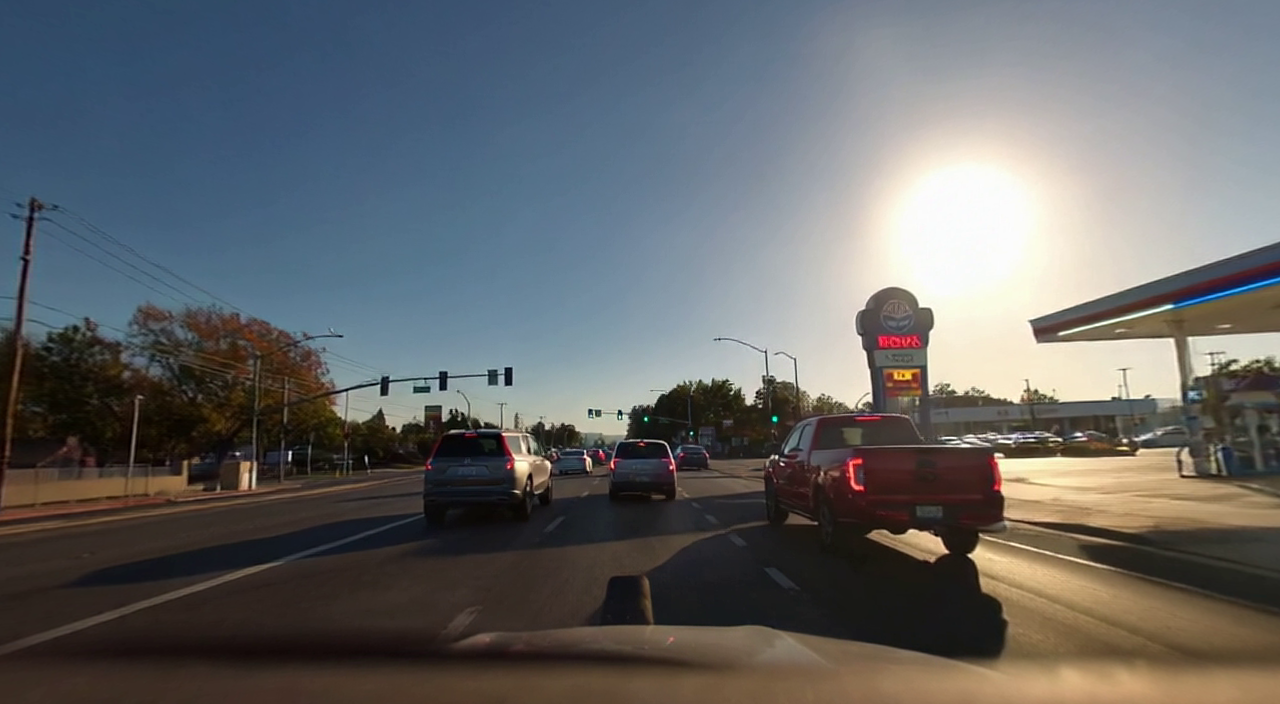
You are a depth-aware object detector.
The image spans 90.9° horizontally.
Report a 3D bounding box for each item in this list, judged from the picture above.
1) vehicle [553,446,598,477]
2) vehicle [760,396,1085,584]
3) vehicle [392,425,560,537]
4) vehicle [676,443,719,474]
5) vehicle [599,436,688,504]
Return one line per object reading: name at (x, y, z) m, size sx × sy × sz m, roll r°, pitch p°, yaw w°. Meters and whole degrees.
vehicle at (-3.383, 5.836, 33.865) m, size 1.954 × 1.497 × 4.078 m, roll 0°, pitch -8°, yaw 0°
vehicle at (3.329, 1.769, 9.019) m, size 2.161 × 1.868 × 5.321 m, roll 0°, pitch -8°, yaw 0°
vehicle at (-2.851, 2.343, 12.098) m, size 2.019 × 1.731 × 4.299 m, roll 0°, pitch -8°, yaw 1°
vehicle at (3.392, 6.376, 38.100) m, size 2.122 × 1.745 × 4.337 m, roll 0°, pitch -8°, yaw -1°
vehicle at (0.048, 3.232, 17.706) m, size 2.181 × 1.650 × 4.083 m, roll 0°, pitch -8°, yaw -1°
